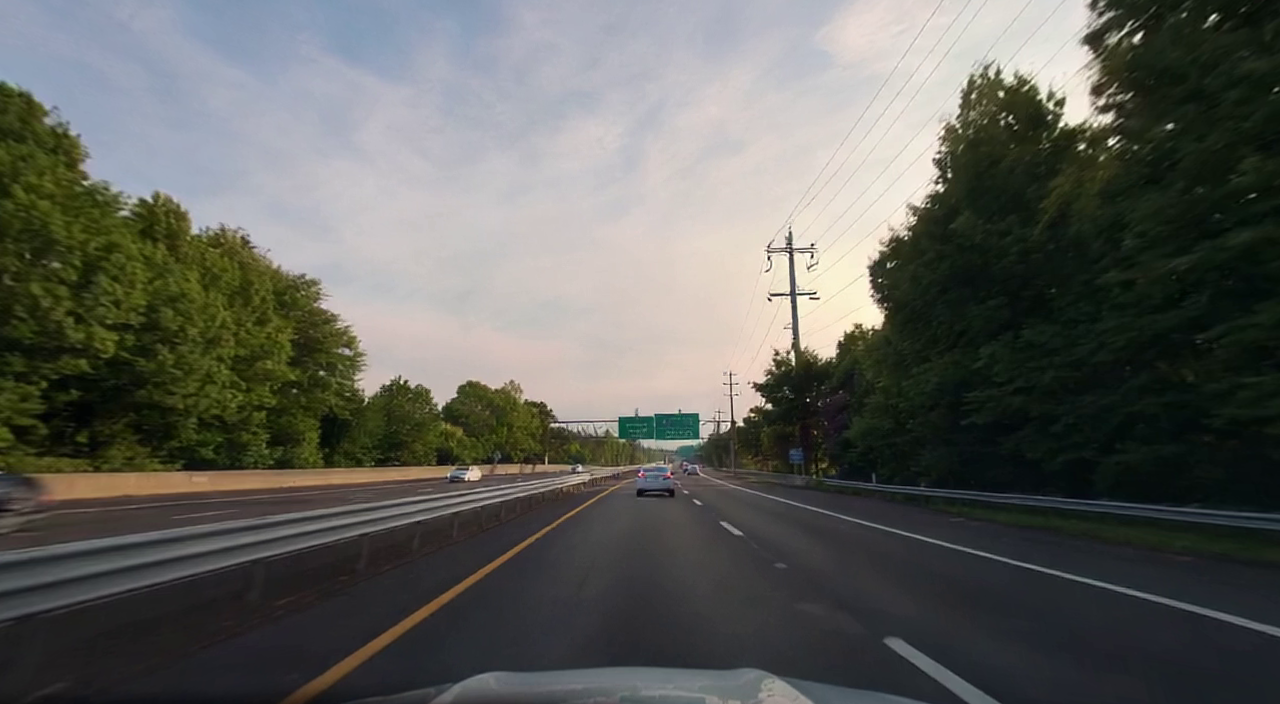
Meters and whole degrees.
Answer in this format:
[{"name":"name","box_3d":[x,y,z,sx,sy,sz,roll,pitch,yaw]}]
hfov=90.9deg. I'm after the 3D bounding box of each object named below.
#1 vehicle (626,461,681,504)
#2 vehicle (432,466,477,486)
[{"name":"vehicle","box_3d":[0.523,5.023,24.521,1.987,1.480,3.786,1,-10,1]},{"name":"vehicle","box_3d":[-14.085,9.443,48.002,1.895,1.425,4.524,0,-10,2]}]
